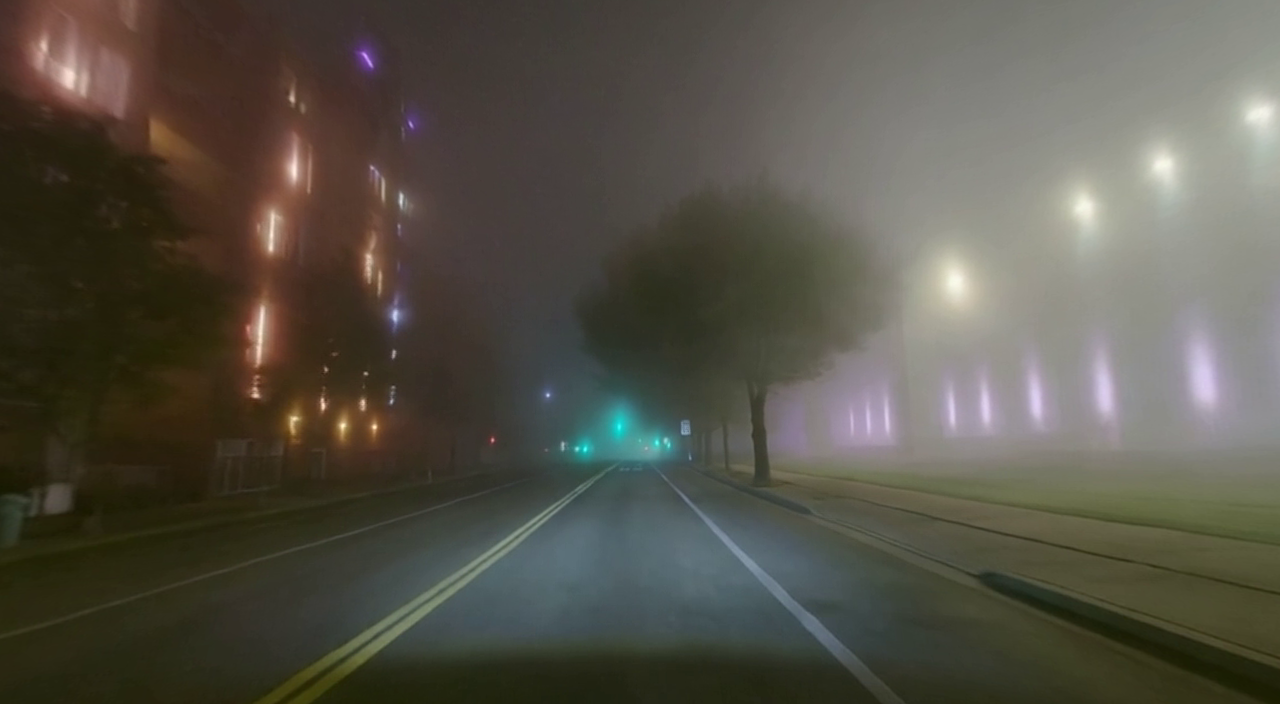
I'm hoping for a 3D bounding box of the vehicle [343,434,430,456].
[{"bbox_3d":[-19.728,7.281,49.264,5.962,1.458,1.711,1,-10,3],"label":"vehicle"}]
